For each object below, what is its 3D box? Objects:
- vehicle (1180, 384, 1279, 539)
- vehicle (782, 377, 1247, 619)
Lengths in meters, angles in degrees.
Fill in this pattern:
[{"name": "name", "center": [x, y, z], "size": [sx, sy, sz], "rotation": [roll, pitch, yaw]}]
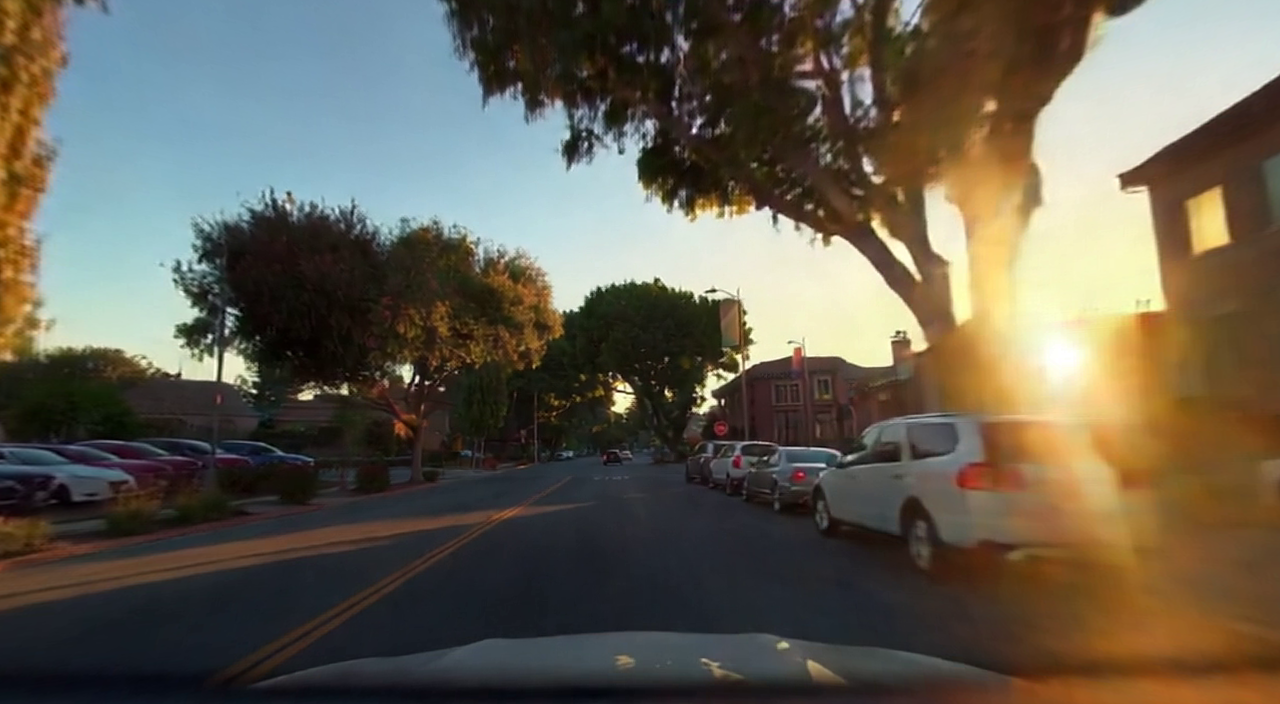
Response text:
[{"name": "vehicle", "center": [9.010, 1.116, 5.983], "size": [2.282, 1.893, 6.027], "rotation": [-2, -7, -1]}, {"name": "vehicle", "center": [3.764, 1.623, 8.170], "size": [2.292, 1.974, 5.853], "rotation": [0, -8, -2]}]
